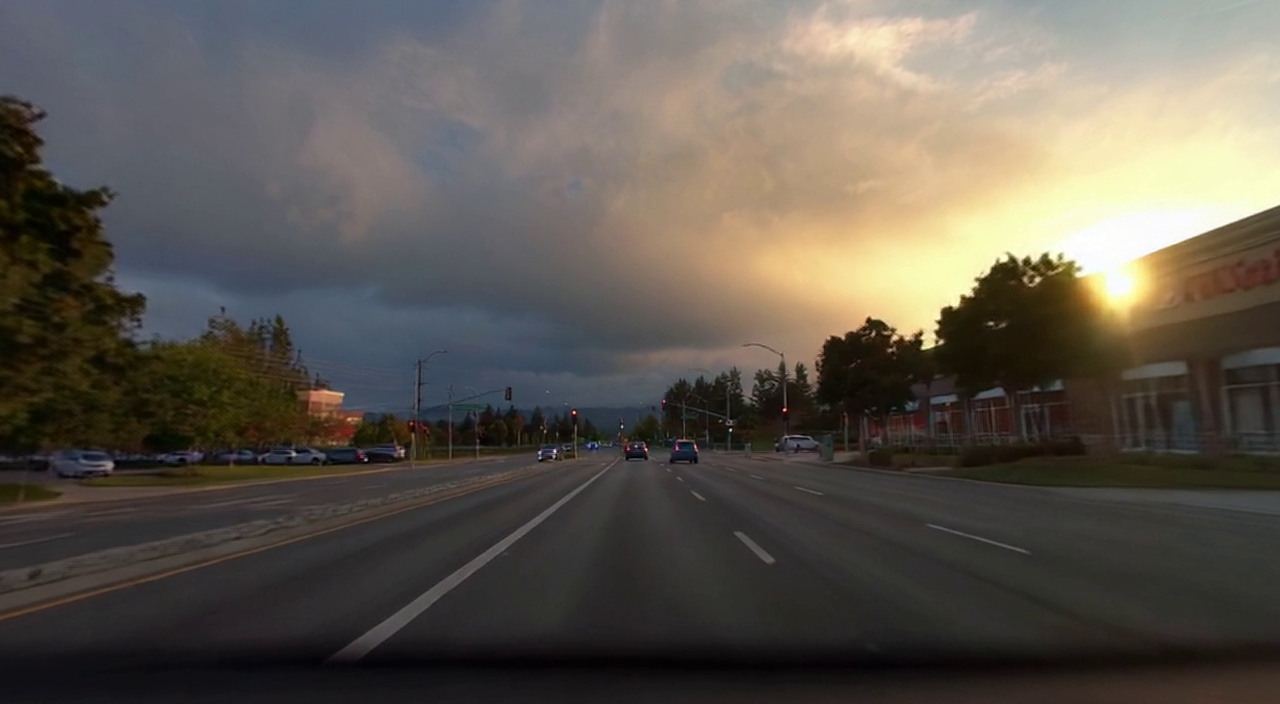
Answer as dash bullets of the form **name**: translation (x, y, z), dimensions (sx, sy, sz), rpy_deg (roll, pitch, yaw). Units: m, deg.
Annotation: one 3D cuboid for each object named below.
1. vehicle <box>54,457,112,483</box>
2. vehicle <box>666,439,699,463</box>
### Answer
- **vehicle**: translation (-34.327, 7.204, 38.865), dimensions (4.381, 1.430, 1.899), rpy_deg (-7, -11, 40)
- **vehicle**: translation (3.205, 7.575, 48.331), dimensions (2.103, 1.726, 4.385), rpy_deg (0, -9, -1)
